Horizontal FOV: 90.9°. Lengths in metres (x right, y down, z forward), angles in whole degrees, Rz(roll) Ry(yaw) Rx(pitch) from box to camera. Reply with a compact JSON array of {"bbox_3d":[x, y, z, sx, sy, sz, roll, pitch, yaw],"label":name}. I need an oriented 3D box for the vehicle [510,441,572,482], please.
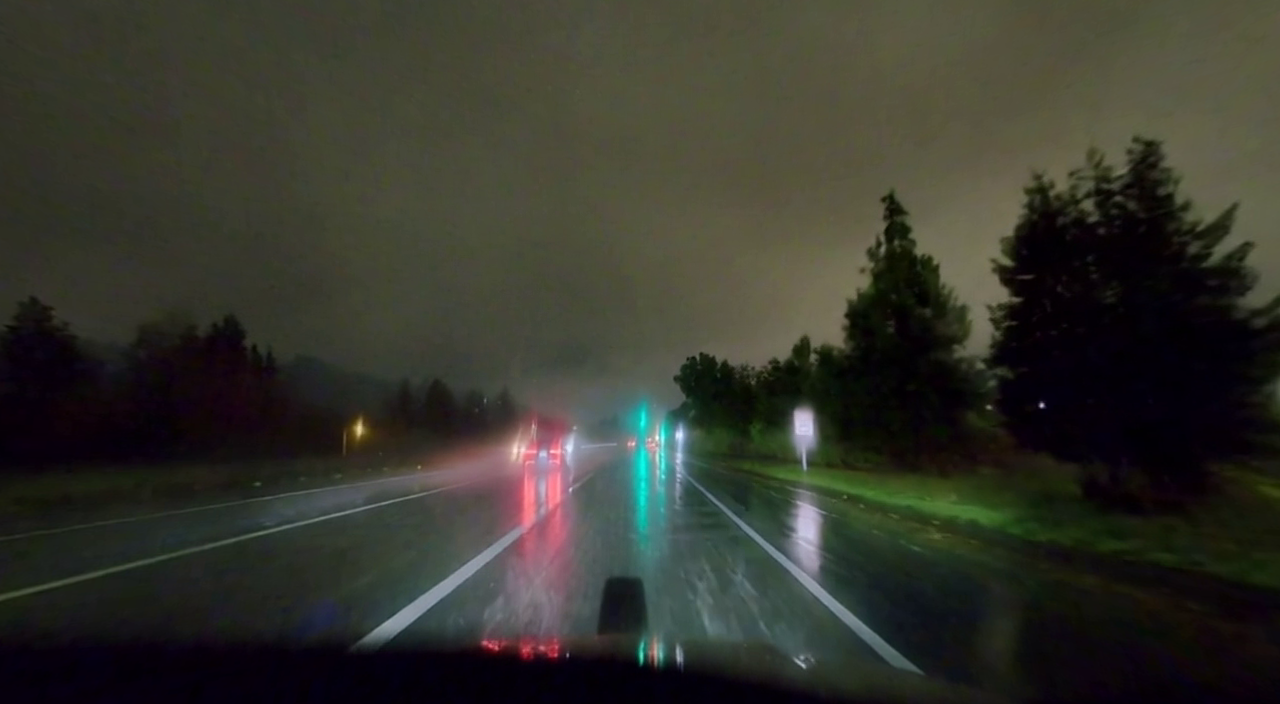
[{"bbox_3d":[-3.874,4.319,25.220,1.786,1.488,4.023,0,-8,1],"label":"vehicle"}]
